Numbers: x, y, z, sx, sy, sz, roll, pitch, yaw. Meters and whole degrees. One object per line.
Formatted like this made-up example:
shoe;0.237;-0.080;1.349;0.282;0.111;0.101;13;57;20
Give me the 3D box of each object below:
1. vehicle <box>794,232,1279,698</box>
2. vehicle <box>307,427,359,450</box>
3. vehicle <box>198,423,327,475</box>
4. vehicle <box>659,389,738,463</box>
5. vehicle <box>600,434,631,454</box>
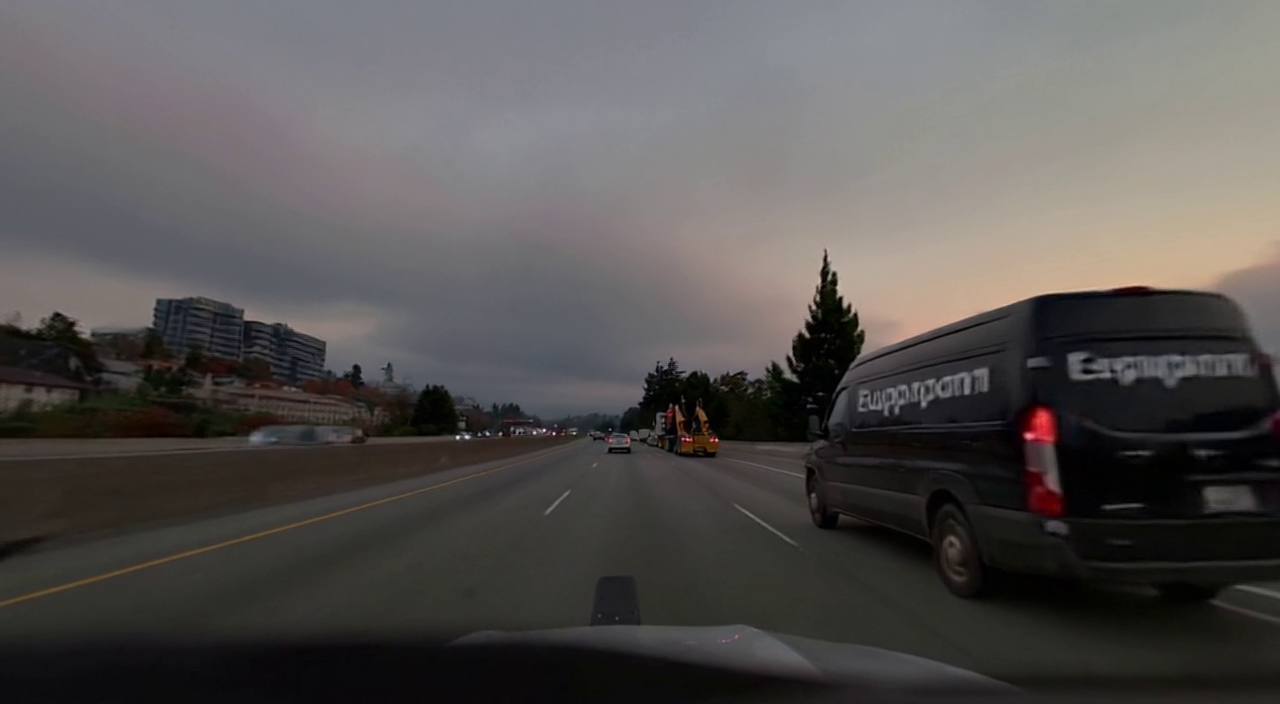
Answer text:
vehicle;3.605;0.953;6.390;2.386;2.509;5.880;0;-8;-2
vehicle;-23.164;6.544;47.687;1.914;1.637;4.353;0;-8;-3
vehicle;-11.792;3.044;19.998;1.839;1.462;3.727;0;-8;-2
vehicle;3.147;4.451;37.146;2.912;3.738;10.123;0;-8;-4
vehicle;-1.888;7.036;48.333;2.217;1.502;4.222;0;-8;-2
